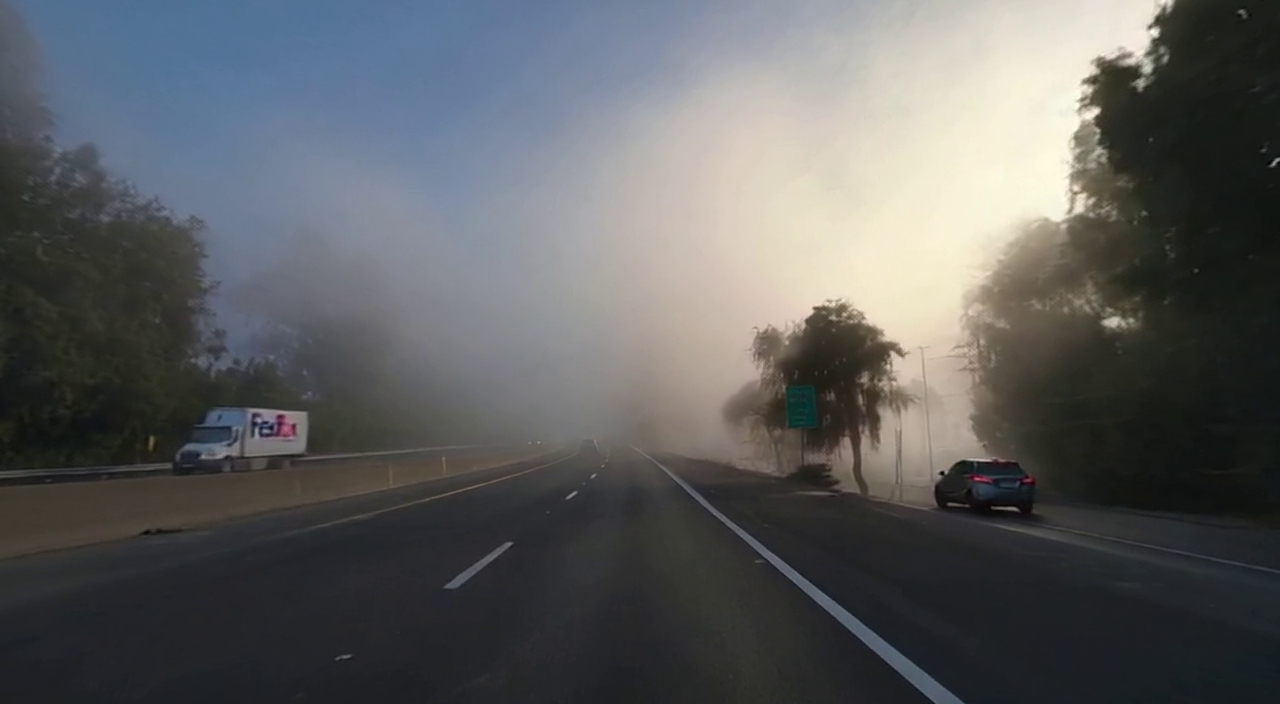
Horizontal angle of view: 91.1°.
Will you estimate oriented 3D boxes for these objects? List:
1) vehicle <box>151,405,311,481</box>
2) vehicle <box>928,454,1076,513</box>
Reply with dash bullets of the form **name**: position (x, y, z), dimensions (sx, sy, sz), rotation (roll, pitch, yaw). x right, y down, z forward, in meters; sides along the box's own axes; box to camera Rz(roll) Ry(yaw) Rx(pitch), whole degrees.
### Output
- **vehicle**: position (-17.779, 4.066, 27.971), dimensions (2.463, 2.938, 7.002), rotation (0, -8, -1)
- **vehicle**: position (10.818, 3.948, 19.291), dimensions (2.037, 1.487, 4.962), rotation (1, -10, 6)
